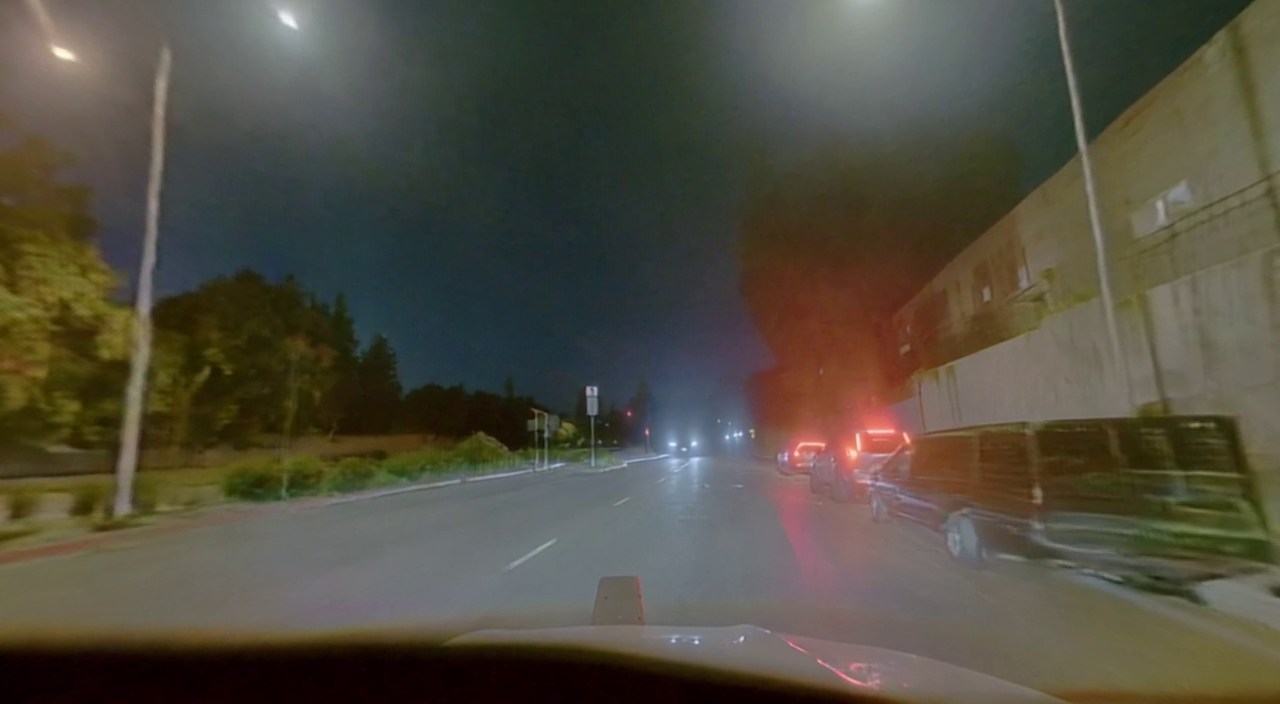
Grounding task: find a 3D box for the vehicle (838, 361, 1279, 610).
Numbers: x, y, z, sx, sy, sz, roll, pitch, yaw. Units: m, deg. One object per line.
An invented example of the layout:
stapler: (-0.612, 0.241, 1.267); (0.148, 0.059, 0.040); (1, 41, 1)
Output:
vehicle: (4.499, 1.536, 8.389); (2.291, 1.981, 6.444); (-1, -8, 6)
